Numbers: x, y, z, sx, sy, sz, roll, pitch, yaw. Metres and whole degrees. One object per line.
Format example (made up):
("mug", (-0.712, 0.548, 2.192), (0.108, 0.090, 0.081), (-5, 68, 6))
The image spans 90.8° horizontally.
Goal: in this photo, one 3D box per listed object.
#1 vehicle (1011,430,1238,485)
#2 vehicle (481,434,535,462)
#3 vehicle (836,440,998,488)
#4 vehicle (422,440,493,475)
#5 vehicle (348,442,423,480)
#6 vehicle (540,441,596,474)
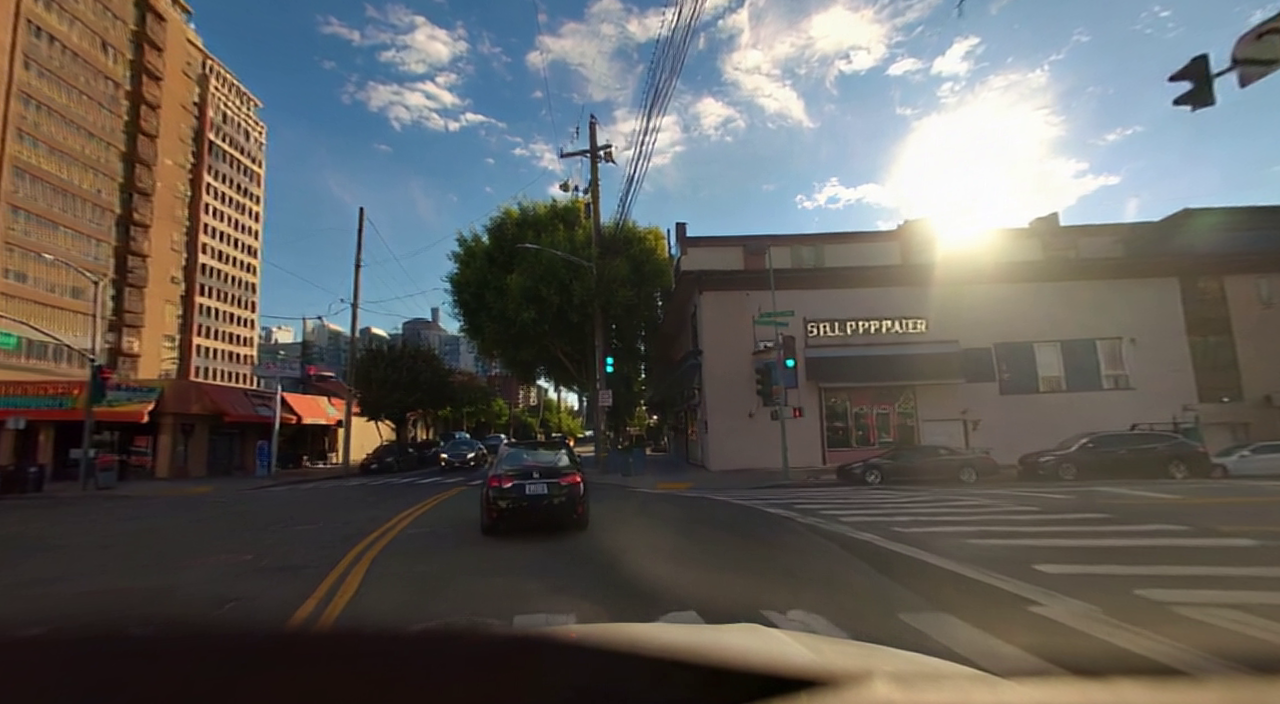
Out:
("vehicle", (15.327, 3.369, 20.298), (5.420, 1.609, 2.063), (-1, -9, 4))
("vehicle", (-8.540, 6.287, 41.302), (2.181, 1.723, 4.692), (-1, -9, 5))
("vehicle", (8.979, 3.664, 20.780), (4.426, 1.446, 1.795), (-1, -9, 3))
("vehicle", (-8.663, 5.060, 30.472), (2.119, 1.485, 4.472), (0, -9, 0))
("vehicle", (-13.258, 5.670, 33.209), (1.933, 1.461, 4.393), (-5, -6, 3))
("vehicle", (-3.417, 5.140, 30.920), (1.892, 1.481, 4.365), (-1, -9, 5))
